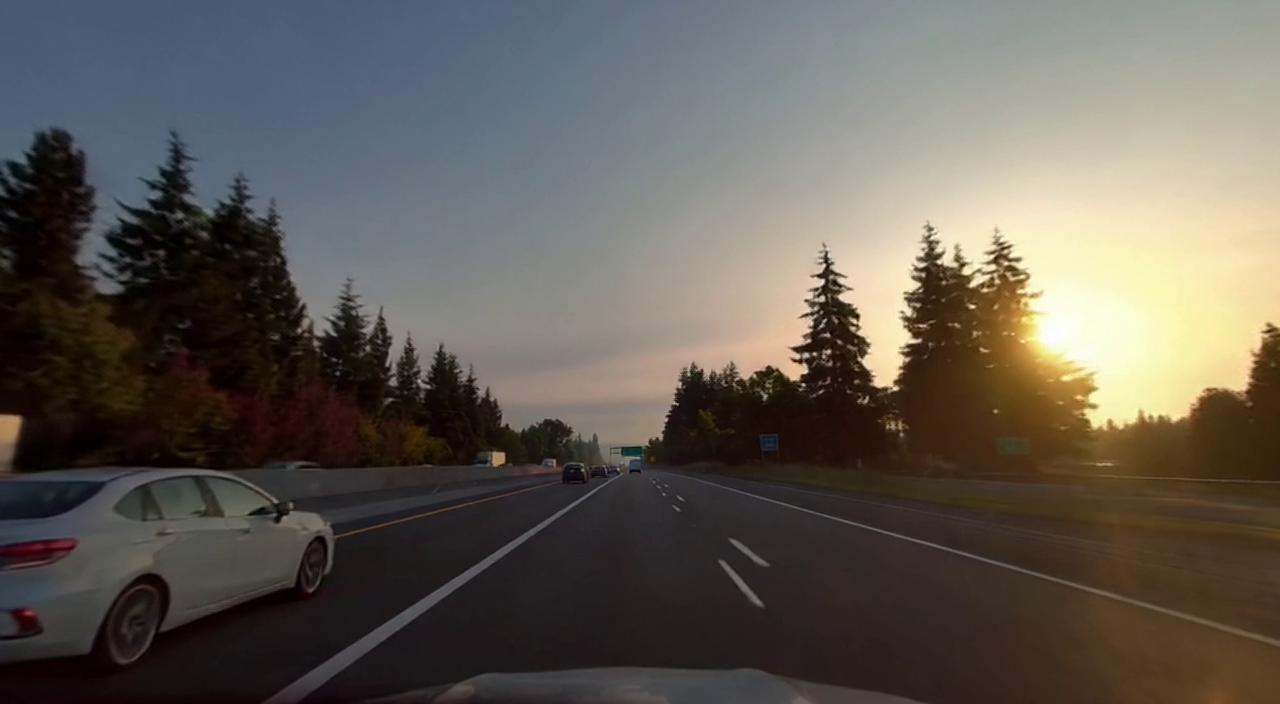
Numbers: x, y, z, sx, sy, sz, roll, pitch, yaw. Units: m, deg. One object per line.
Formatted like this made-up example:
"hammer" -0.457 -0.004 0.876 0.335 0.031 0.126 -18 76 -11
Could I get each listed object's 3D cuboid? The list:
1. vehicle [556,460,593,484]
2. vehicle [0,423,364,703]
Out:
"vehicle" -4.502 8.366 43.988 2.126 1.488 4.186 1 -11 0
"vehicle" -3.864 1.284 4.201 1.998 1.427 4.462 1 -11 0
